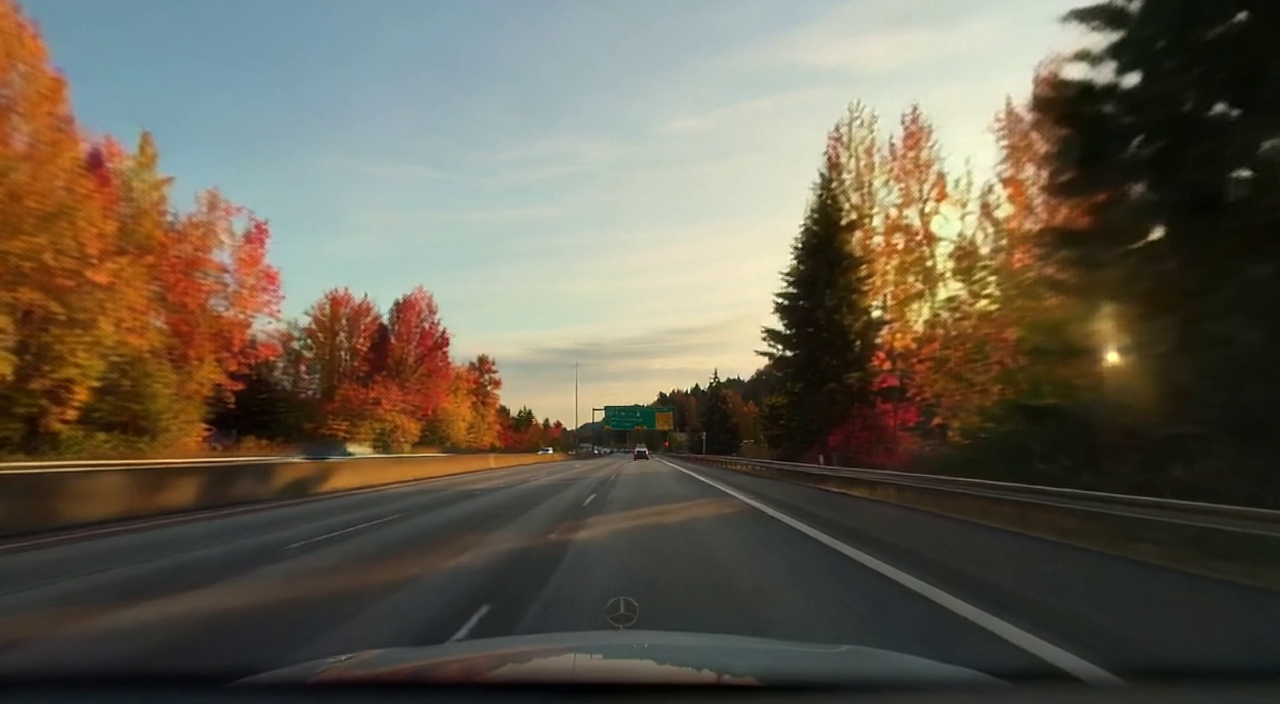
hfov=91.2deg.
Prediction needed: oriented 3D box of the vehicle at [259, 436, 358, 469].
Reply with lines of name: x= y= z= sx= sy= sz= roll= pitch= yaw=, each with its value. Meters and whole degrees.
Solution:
vehicle: x=-15.283 y=4.665 z=29.175 sx=2.467 sy=1.373 sz=3.927 roll=0 pitch=-9 yaw=-1
